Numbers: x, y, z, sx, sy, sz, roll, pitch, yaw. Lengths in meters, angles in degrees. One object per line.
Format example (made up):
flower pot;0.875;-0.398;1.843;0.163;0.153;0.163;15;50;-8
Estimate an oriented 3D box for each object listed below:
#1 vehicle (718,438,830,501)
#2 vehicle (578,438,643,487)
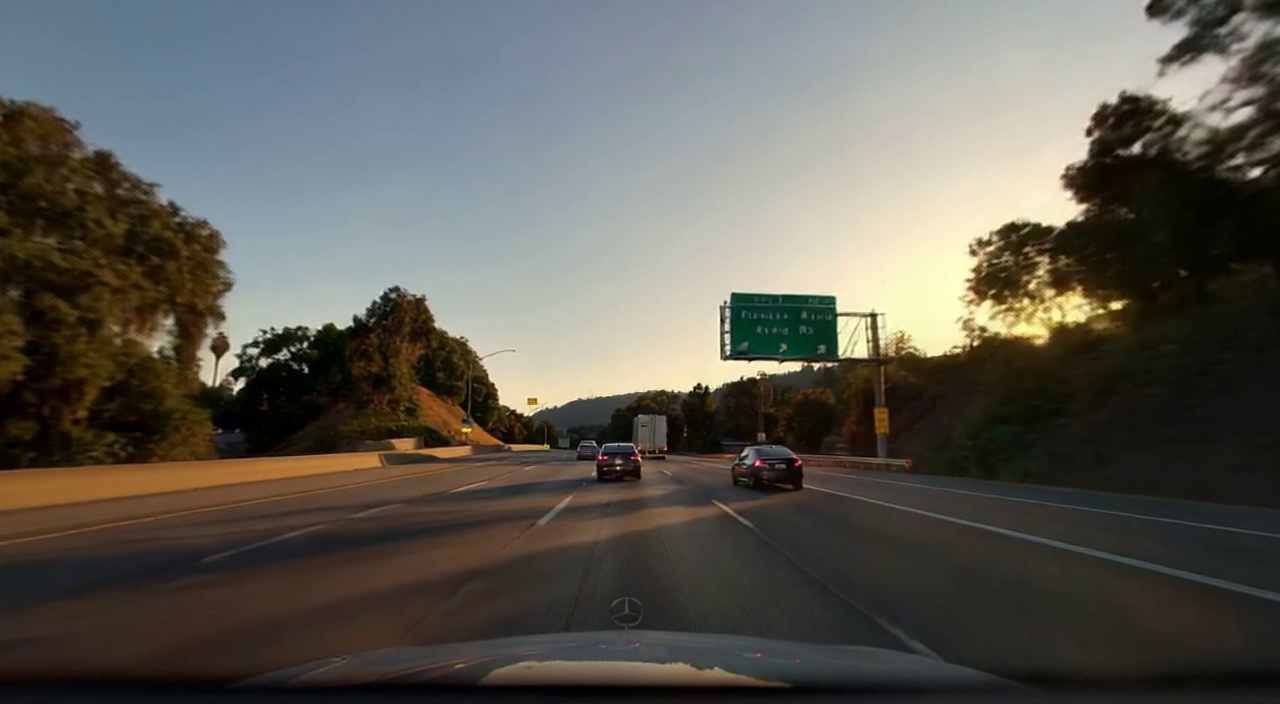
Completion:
vehicle;3.502;3.149;17.364;1.971;1.472;4.301;0;-9;-2
vehicle;-0.985;3.762;21.855;2.020;1.516;3.951;0;-9;-1
